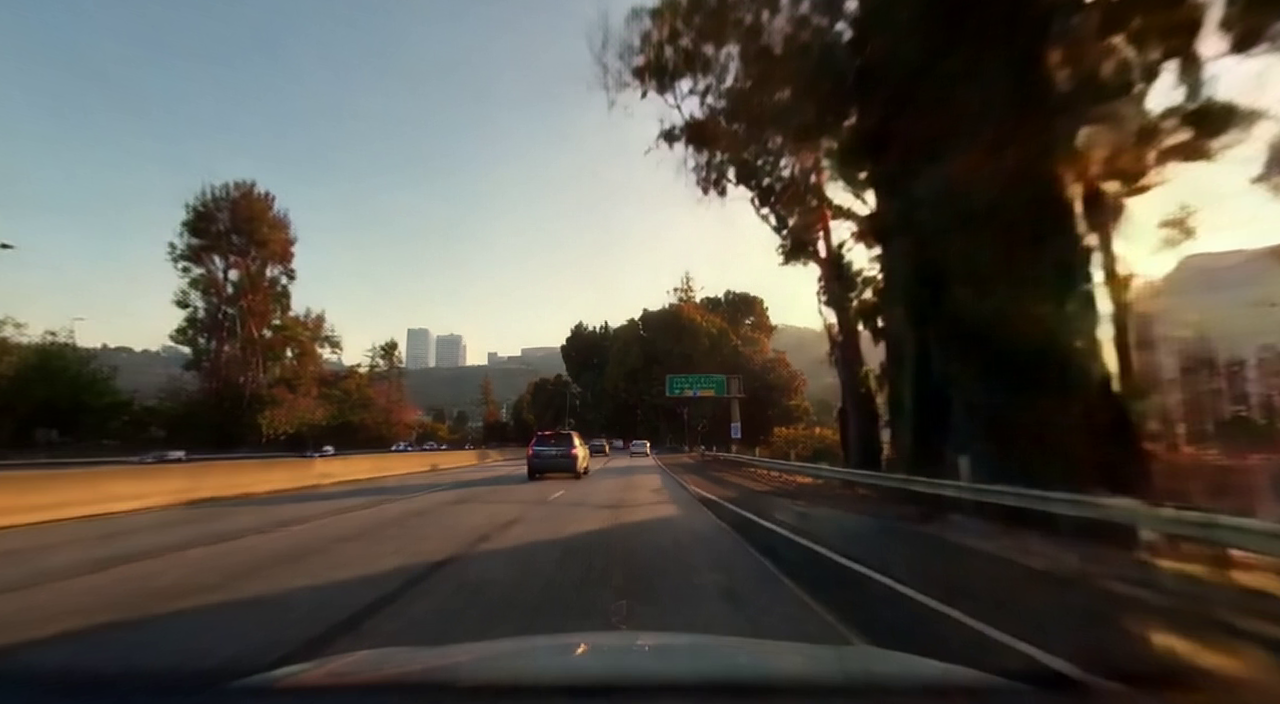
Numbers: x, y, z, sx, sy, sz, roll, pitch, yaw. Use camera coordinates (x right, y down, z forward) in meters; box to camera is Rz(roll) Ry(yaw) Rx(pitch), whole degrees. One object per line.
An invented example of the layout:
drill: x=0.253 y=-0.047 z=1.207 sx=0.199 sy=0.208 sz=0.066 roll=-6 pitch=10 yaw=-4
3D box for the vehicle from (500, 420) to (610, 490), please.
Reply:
vehicle: x=-2.529 y=3.313 z=20.536 sx=2.497 sy=1.957 sz=5.432 roll=-1 pitch=-9 yaw=3

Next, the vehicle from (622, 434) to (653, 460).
vehicle: x=-0.174 y=7.321 z=48.530 sx=2.306 sy=1.857 sz=4.657 roll=0 pitch=-9 yaw=0
